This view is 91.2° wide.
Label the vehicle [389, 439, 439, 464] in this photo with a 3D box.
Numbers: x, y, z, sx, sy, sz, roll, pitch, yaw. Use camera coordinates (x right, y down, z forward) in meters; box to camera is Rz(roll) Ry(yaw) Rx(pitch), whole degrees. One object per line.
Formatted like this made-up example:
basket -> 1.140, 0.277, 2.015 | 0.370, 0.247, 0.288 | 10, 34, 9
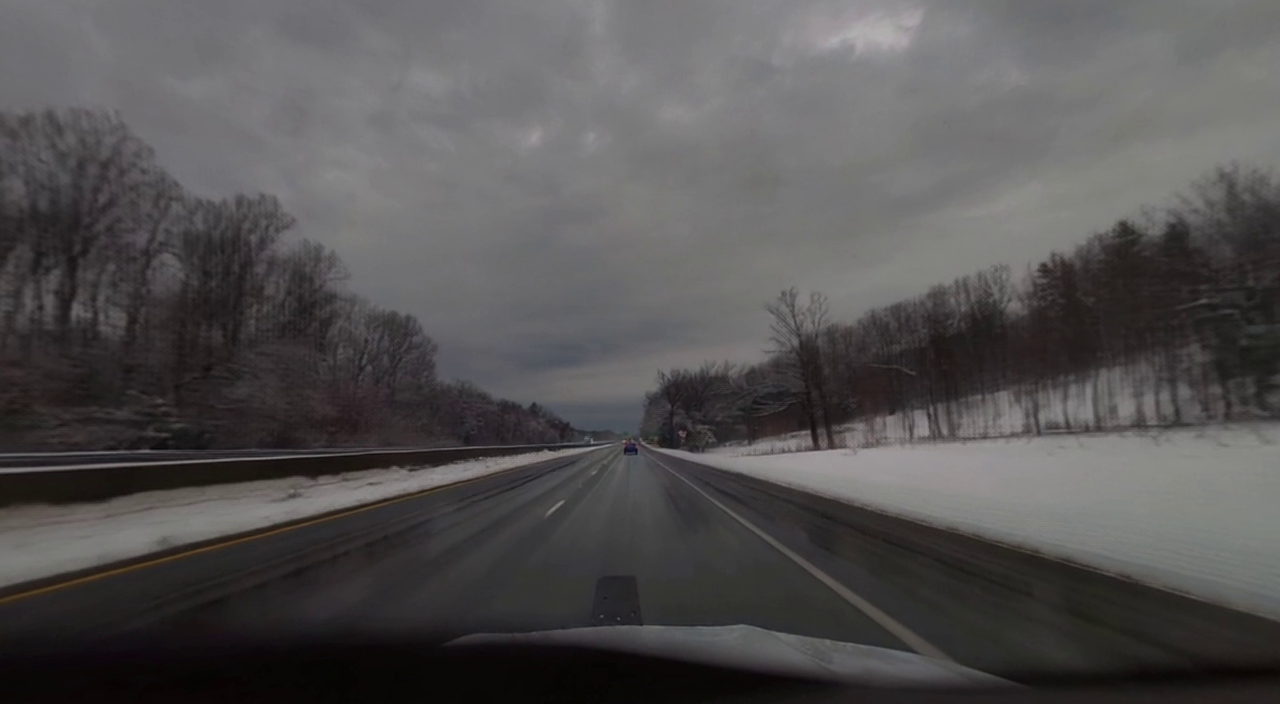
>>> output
vehicle -> -15.182, 6.697, 42.340 | 1.880, 1.557, 4.116 | -1, -9, 0
